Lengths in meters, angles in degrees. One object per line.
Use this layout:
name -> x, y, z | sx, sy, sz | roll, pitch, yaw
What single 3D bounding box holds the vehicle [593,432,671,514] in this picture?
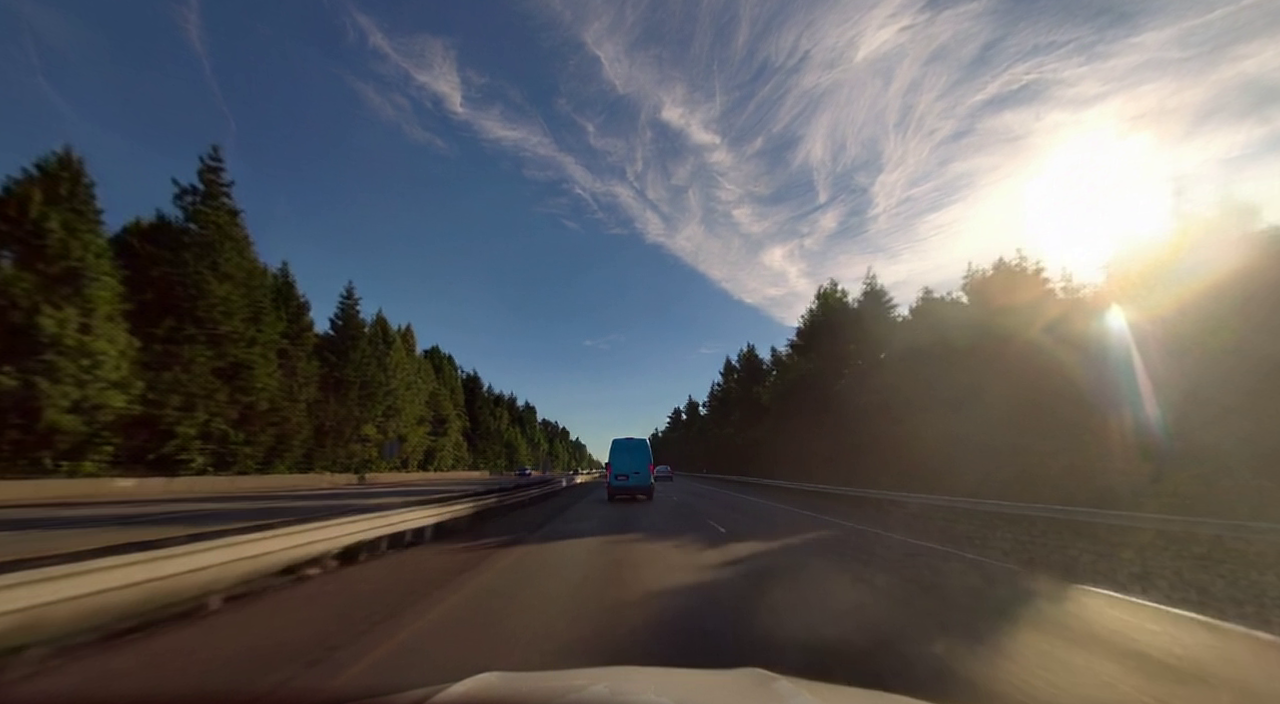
vehicle -> -0.384, 4.249, 22.355 | 2.375, 2.432, 6.161 | 1, -10, -3
